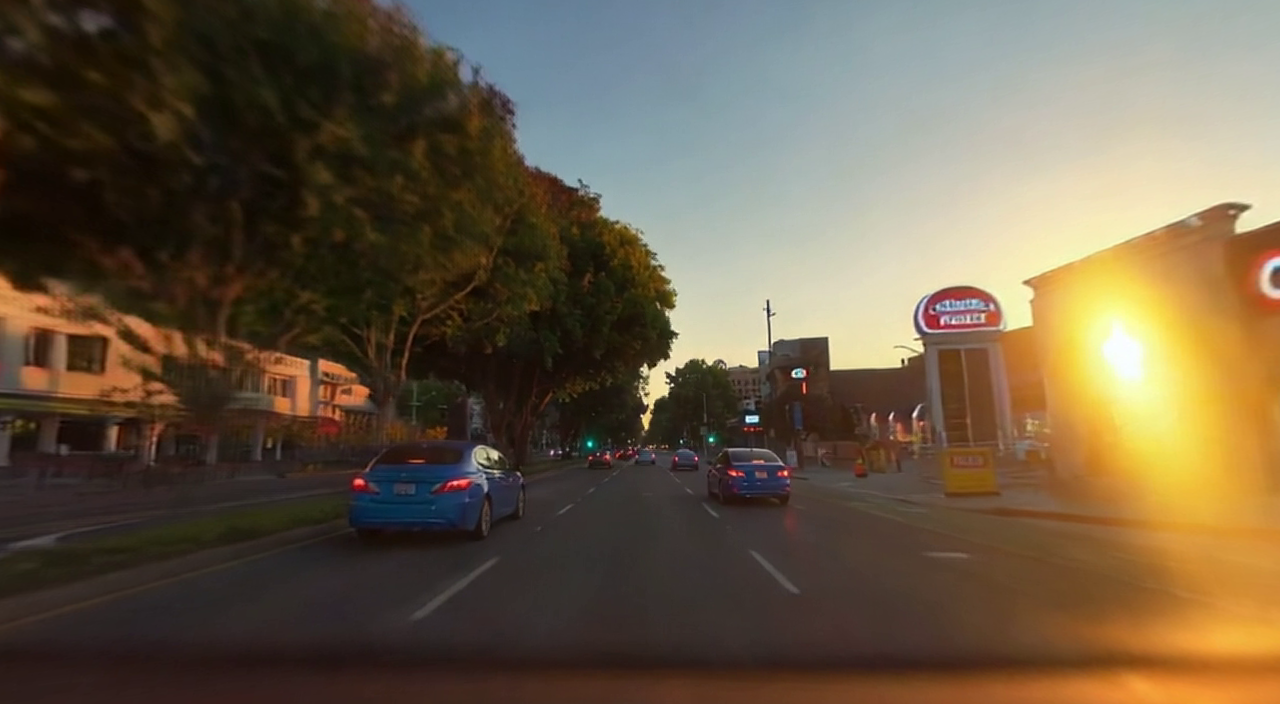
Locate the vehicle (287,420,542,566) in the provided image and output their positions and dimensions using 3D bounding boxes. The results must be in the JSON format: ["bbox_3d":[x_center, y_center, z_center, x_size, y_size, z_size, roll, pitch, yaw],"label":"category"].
[{"bbox_3d":[-2.979,1.993,9.785,2.032,1.639,5.037,0,-8,1],"label":"vehicle"}]

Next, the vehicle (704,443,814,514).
[{"bbox_3d":[2.810,3.066,15.831,1.946,1.513,4.133,0,-8,0],"label":"vehicle"}]

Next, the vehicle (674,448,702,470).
[{"bbox_3d":[3.639,8.216,48.503,1.931,1.552,4.125,0,-8,1],"label":"vehicle"}]

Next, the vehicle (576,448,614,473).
[{"bbox_3d":[-2.840,6.952,40.572,2.040,1.471,4.211,-1,-8,2],"label":"vehicle"}]
